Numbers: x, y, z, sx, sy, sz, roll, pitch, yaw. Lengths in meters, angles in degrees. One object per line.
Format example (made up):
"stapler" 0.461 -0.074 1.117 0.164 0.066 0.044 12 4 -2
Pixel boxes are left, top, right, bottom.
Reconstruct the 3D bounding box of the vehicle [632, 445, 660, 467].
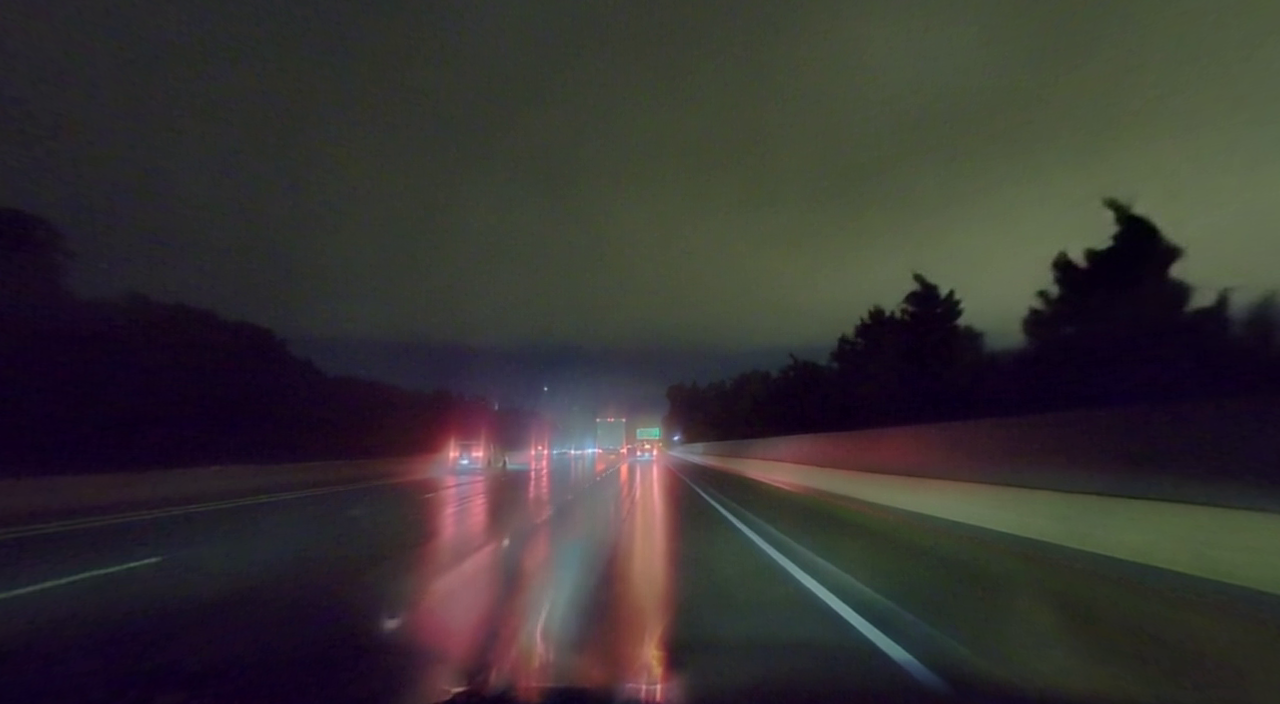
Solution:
"vehicle" 0.463 7.426 45.170 1.931 1.528 4.126 0 -9 1

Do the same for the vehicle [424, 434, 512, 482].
"vehicle" -7.150 4.472 26.875 2.115 1.778 5.572 0 -9 1
